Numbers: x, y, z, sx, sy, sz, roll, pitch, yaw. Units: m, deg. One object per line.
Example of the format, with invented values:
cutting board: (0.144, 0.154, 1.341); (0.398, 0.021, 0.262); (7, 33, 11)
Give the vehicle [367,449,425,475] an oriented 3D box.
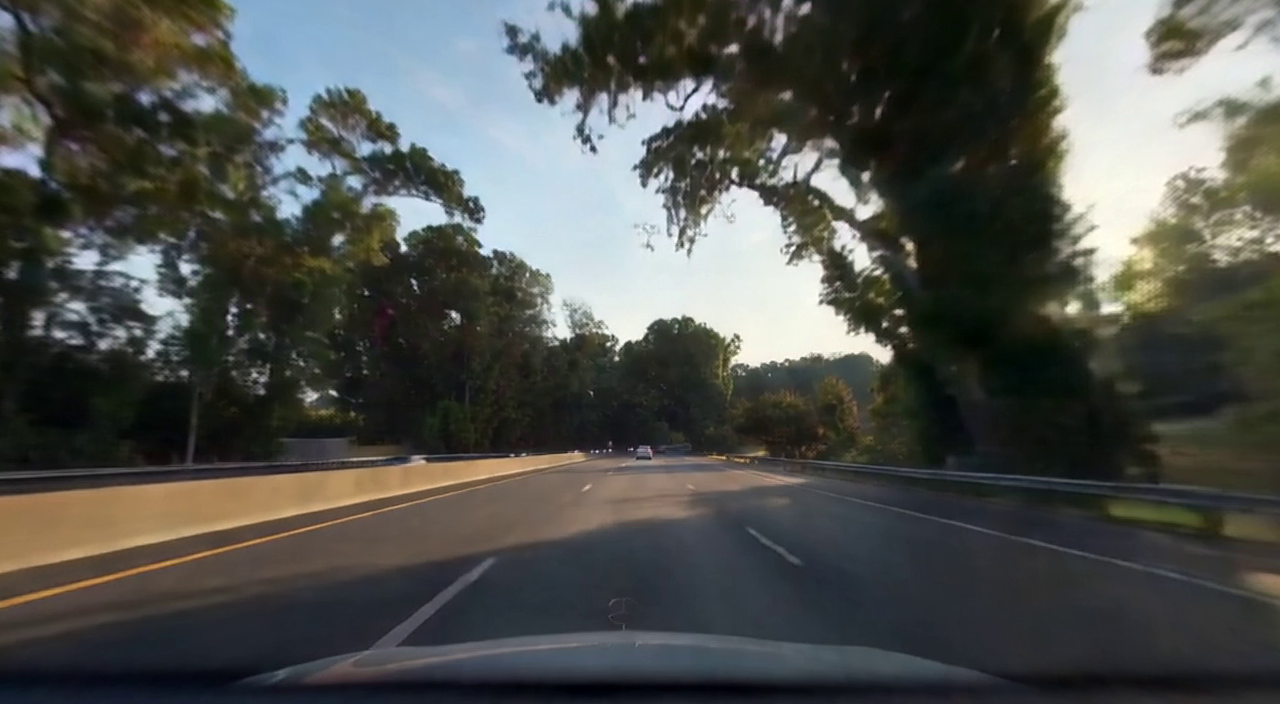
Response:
vehicle: (-15.212, 6.873, 39.507); (1.922, 1.539, 4.090); (0, -9, 1)
